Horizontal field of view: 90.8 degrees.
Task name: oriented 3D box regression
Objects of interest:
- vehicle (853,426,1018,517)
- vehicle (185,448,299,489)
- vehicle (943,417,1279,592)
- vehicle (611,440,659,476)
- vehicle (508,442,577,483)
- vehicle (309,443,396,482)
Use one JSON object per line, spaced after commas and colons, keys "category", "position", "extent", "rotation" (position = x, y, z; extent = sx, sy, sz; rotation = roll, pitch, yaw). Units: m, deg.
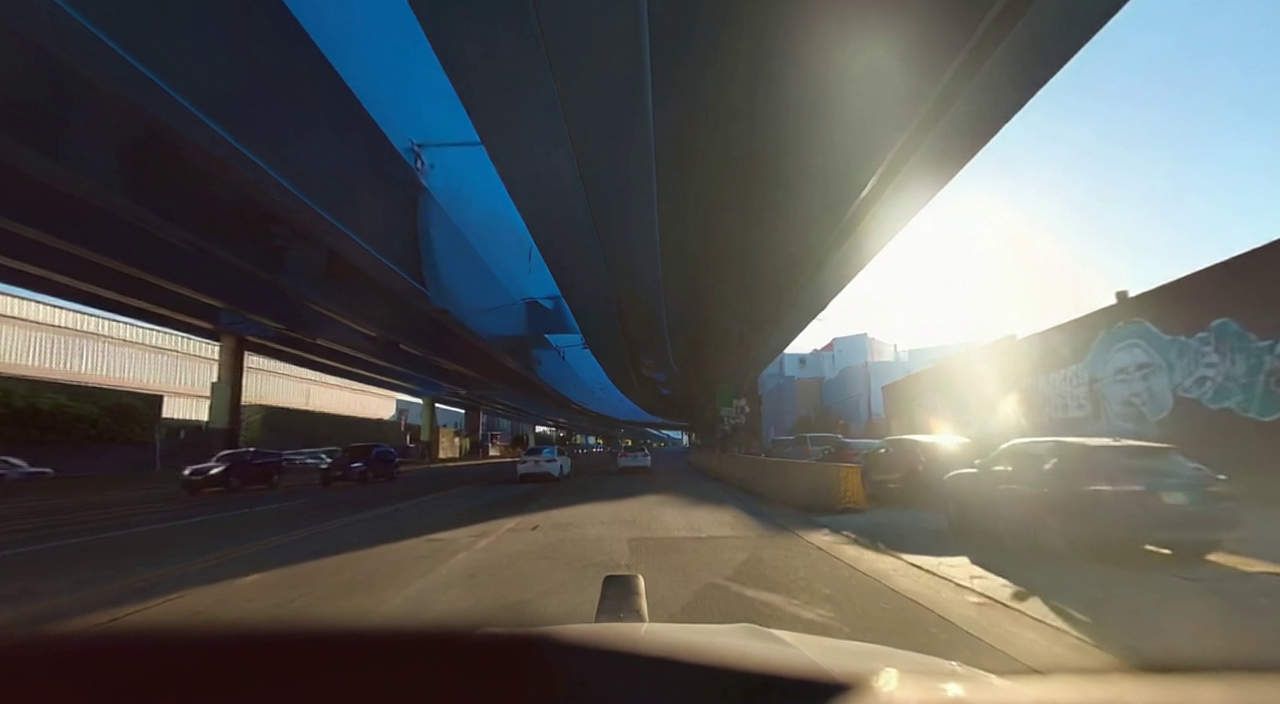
{"category": "vehicle", "position": [6.455, 2.642, 14.376], "extent": [1.940, 1.738, 3.956], "rotation": [0, -9, 2]}
{"category": "vehicle", "position": [-17.538, 5.119, 28.139], "extent": [2.056, 1.643, 4.362], "rotation": [-1, -9, 3]}
{"category": "vehicle", "position": [5.818, 1.741, 7.982], "extent": [2.023, 1.627, 3.971], "rotation": [-1, -9, 1]}
{"category": "vehicle", "position": [-0.228, 5.031, 30.228], "extent": [2.155, 1.571, 3.734], "rotation": [0, -9, 0]}
{"category": "vehicle", "position": [-3.947, 4.570, 26.399], "extent": [2.024, 1.533, 4.549], "rotation": [-1, -9, 2]}
{"category": "vehicle", "position": [-14.012, 5.390, 31.152], "extent": [2.069, 1.728, 4.567], "rotation": [0, -9, 1]}
